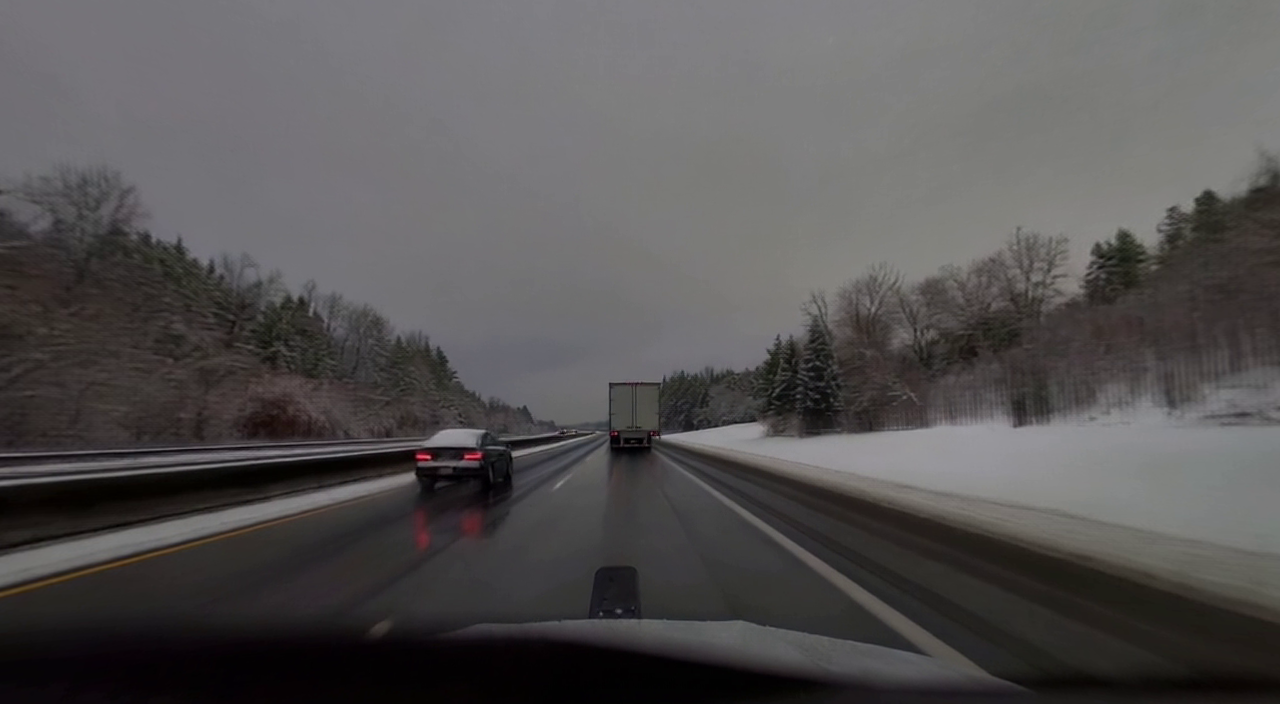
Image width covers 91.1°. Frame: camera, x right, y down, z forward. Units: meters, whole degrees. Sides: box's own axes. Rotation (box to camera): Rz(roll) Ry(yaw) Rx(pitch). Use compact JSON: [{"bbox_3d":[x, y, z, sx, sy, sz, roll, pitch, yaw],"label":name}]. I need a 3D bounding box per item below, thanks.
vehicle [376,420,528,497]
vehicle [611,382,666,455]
[{"bbox_3d":[-4.080,2.388,14.541,2.217,1.495,4.245,0,-8,0],"label":"vehicle"},{"bbox_3d":[-0.287,4.393,40.219,3.013,4.016,11.496,0,-8,-2],"label":"vehicle"}]
